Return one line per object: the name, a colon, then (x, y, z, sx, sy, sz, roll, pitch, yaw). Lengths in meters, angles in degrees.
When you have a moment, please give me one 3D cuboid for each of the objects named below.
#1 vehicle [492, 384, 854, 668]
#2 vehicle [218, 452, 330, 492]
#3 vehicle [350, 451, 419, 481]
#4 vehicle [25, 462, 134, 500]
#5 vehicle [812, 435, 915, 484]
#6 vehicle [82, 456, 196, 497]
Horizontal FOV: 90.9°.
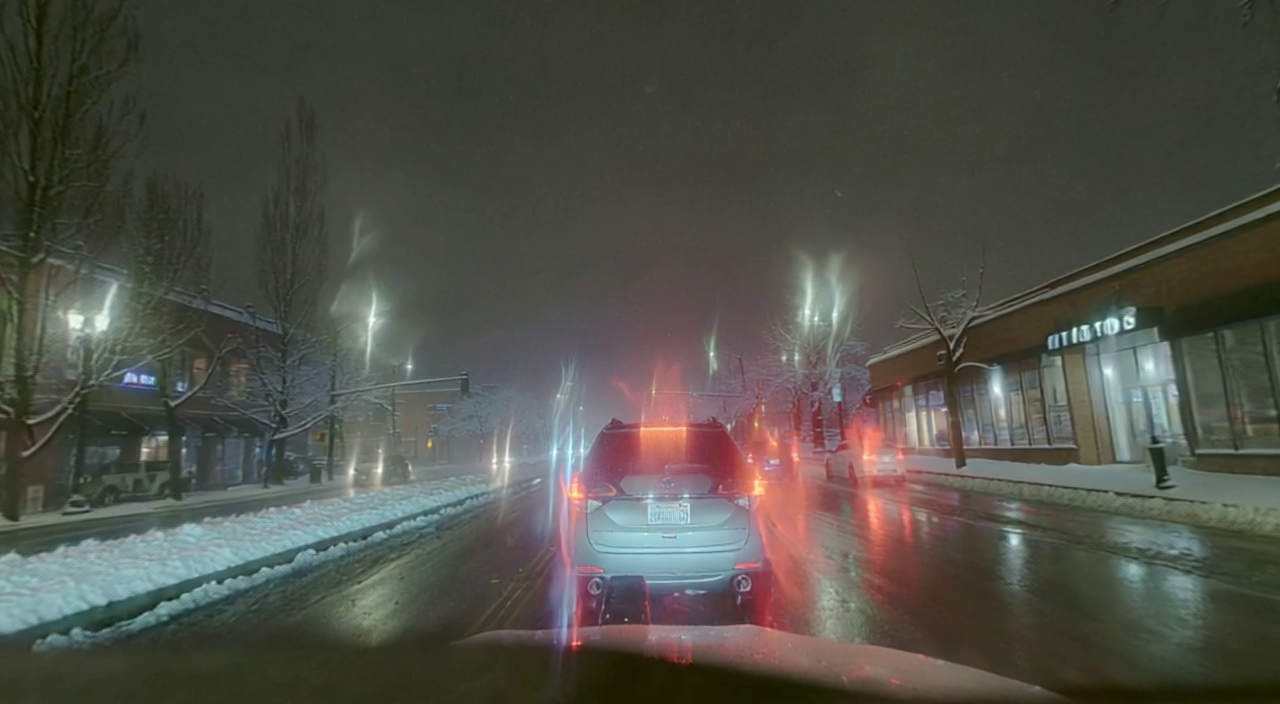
vehicle: (0.196, 1.309, 5.738, 2.125, 1.669, 3.880, 0, -8, 0)
vehicle: (-17.416, 5.700, 30.329, 1.981, 1.659, 4.608, -3, -9, 13)
vehicle: (-13.745, 6.128, 34.160, 1.991, 1.486, 3.844, 0, -8, 2)
vehicle: (-28.666, 6.602, 32.431, 2.018, 1.716, 4.042, -1, -10, -5)
vehicle: (7.325, 3.572, 21.187, 1.914, 1.470, 4.213, 0, -8, 0)
vehicle: (-25.862, 6.405, 32.806, 2.026, 1.808, 4.835, 0, -8, -2)
